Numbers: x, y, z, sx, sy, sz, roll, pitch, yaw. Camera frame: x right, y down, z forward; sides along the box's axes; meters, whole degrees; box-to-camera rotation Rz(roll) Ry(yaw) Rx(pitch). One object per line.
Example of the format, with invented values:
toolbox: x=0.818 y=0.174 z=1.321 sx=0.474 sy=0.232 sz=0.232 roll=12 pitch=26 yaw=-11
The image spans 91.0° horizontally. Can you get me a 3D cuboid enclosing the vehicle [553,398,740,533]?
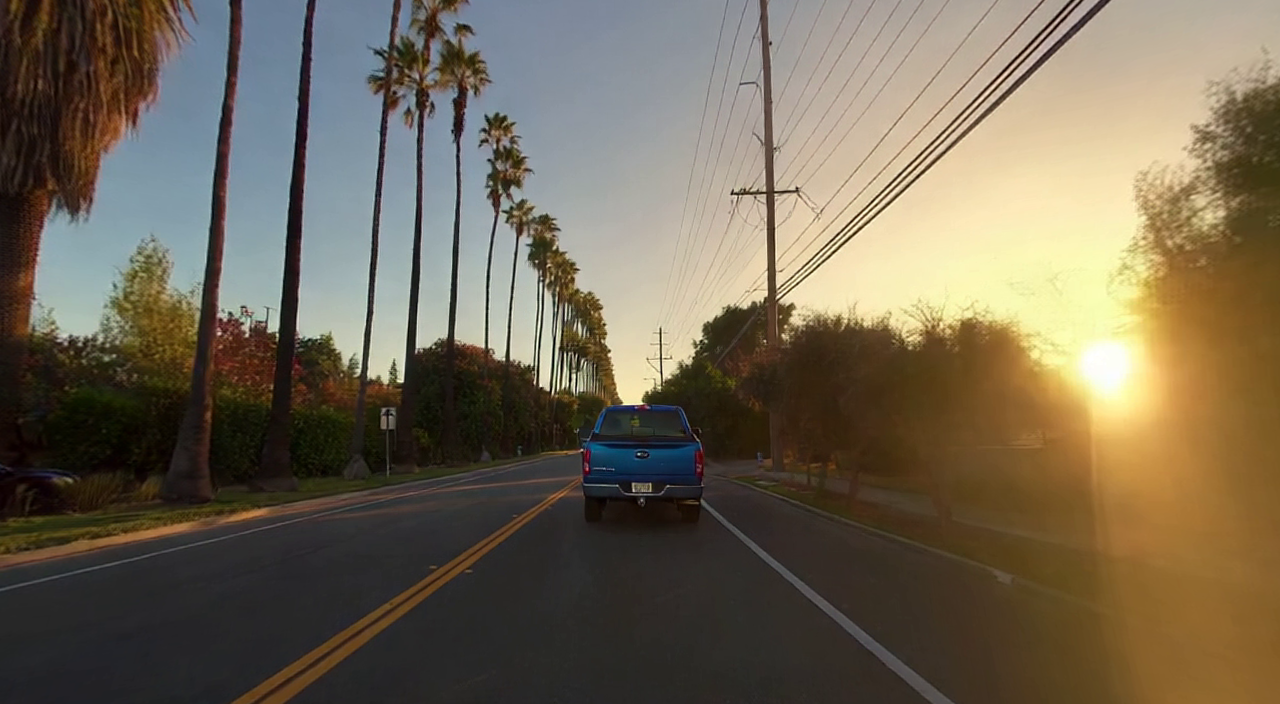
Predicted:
vehicle: x=0.068 y=2.143 z=12.451 sx=2.803 sy=2.005 sz=5.885 roll=0 pitch=-8 yaw=-1
